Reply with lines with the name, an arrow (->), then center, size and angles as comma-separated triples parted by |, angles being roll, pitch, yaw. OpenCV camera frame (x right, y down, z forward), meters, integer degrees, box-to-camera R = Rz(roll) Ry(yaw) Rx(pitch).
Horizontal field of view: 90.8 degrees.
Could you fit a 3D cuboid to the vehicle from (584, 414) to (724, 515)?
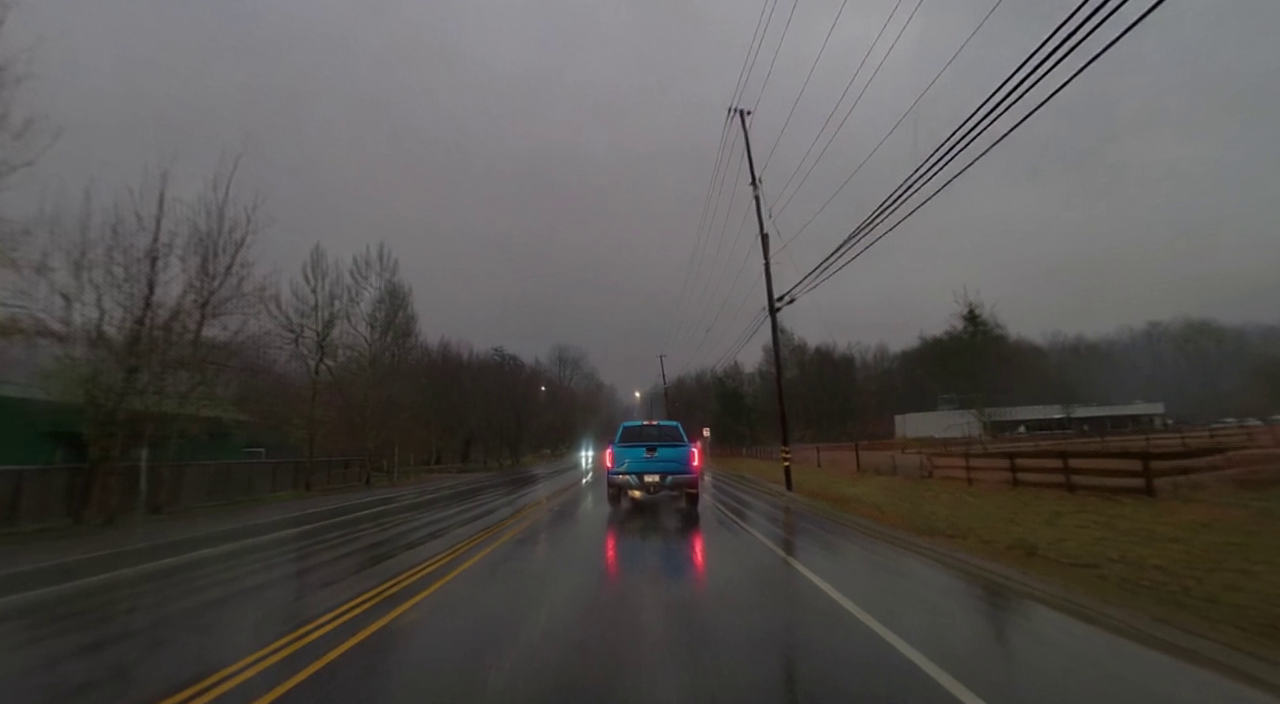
vehicle -> 0.230, 2.660, 15.479 | 2.693, 1.941, 6.356 | 0, -9, -1
